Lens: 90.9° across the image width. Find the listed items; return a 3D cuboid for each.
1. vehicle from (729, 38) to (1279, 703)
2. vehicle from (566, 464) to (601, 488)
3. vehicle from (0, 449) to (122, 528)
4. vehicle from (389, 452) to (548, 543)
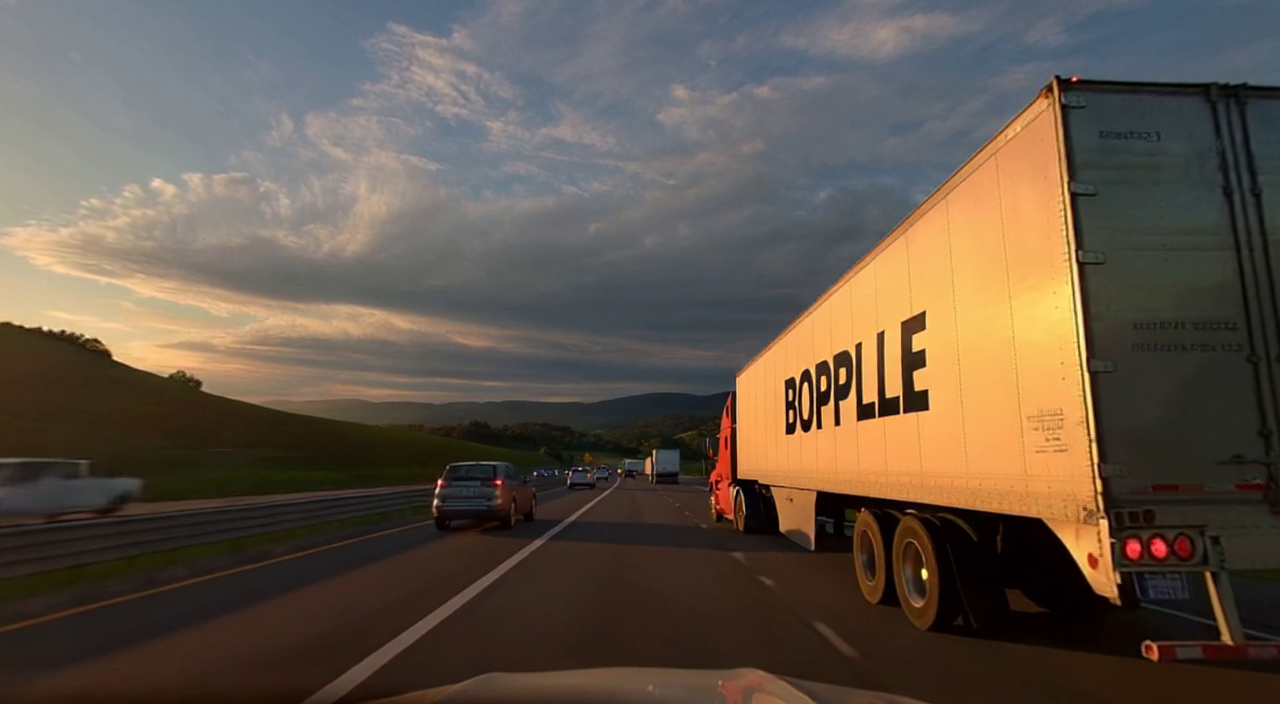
[{"bbox_3d":[4.007,1.302,10.564,2.839,4.062,14.051,1,-11,-1],"label":"vehicle"},{"bbox_3d":[-4.049,9.052,46.106,2.088,1.566,4.853,1,-11,0],"label":"vehicle"},{"bbox_3d":[-15.867,3.344,15.610,2.034,1.807,4.614,1,-11,0],"label":"vehicle"},{"bbox_3d":[-3.277,2.912,13.055,2.021,1.505,4.286,1,-11,1],"label":"vehicle"}]
